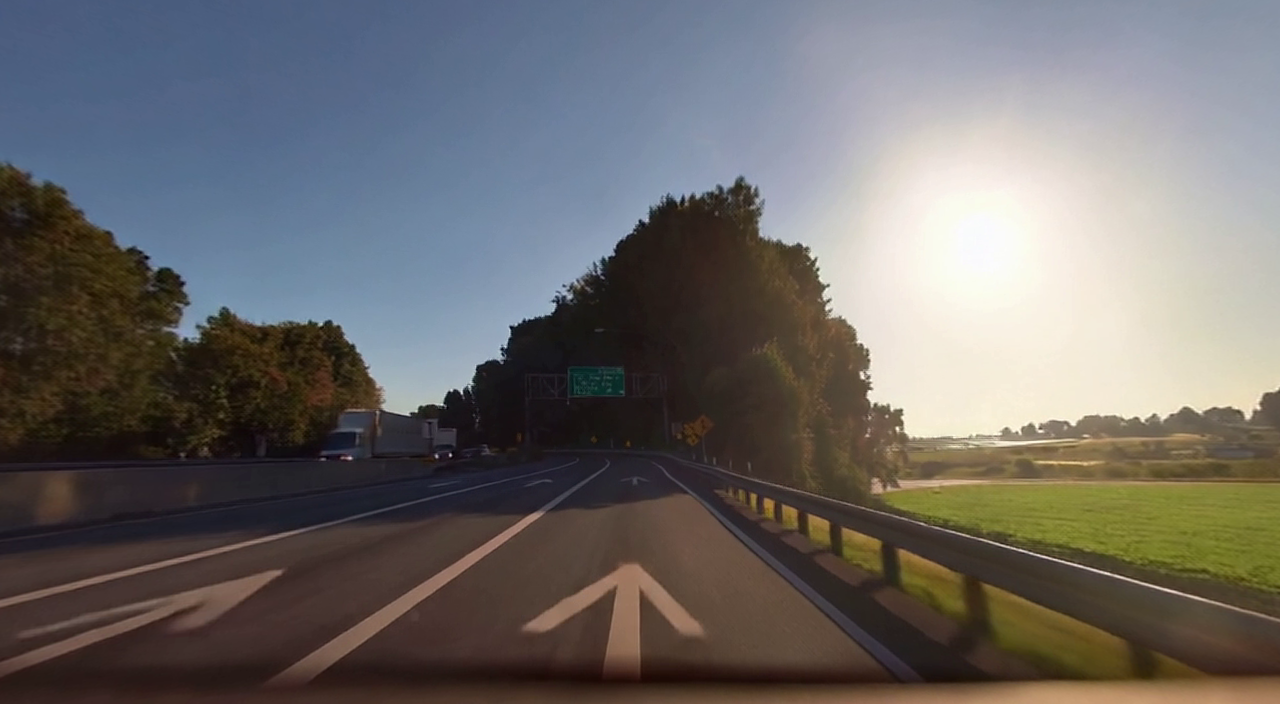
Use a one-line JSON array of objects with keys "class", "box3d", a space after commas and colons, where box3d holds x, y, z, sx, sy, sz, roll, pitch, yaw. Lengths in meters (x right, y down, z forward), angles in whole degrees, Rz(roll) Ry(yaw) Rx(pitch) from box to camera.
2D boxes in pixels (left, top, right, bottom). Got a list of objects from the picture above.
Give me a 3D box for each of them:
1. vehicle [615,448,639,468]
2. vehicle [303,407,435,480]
[{"class": "vehicle", "box3d": [-1.001, 8.320, 49.561, 1.807, 1.427, 3.645, 0, -9, -1]}, {"class": "vehicle", "box3d": [-14.982, 5.292, 36.112, 2.988, 3.568, 10.170, 0, -9, 0]}]
